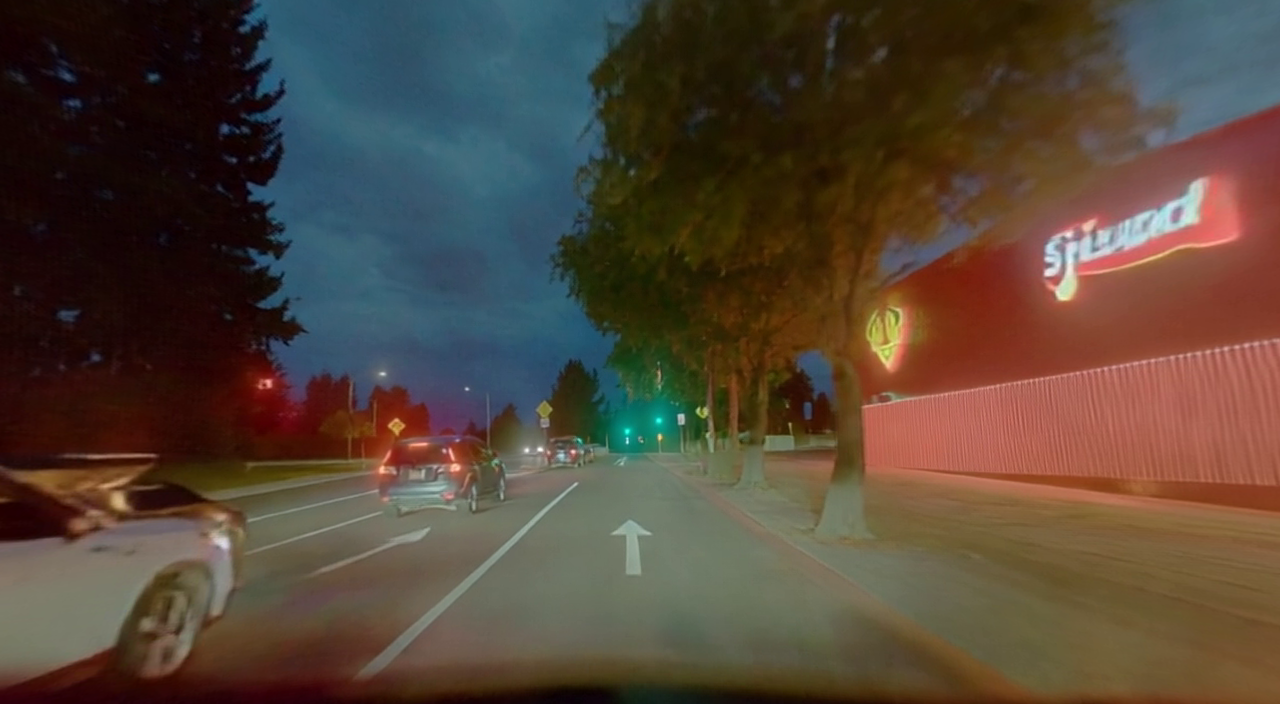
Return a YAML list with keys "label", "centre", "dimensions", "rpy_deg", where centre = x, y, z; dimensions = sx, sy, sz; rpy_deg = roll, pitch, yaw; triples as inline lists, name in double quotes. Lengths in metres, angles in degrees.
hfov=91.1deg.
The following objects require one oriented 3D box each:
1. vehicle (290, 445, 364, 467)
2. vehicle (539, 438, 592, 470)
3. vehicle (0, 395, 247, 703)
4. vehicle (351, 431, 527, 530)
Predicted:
- label: "vehicle"
  centre: [-23.056, 7.625, 46.326]
  dimensions: [4.552, 1.489, 1.948]
  rpy_deg: [-1, -8, 9]
- label: "vehicle"
  centre: [-3.600, 4.992, 31.162]
  dimensions: [1.962, 1.424, 4.289]
  rpy_deg: [0, -7, 1]
- label: "vehicle"
  centre: [-3.357, 0.861, 1.822]
  dimensions: [1.768, 1.539, 4.147]
  rpy_deg: [0, -7, -1]
- label: "vehicle"
  centre: [-3.457, 2.245, 11.797]
  dimensions: [1.853, 1.478, 4.381]
  rpy_deg: [0, -7, 0]
